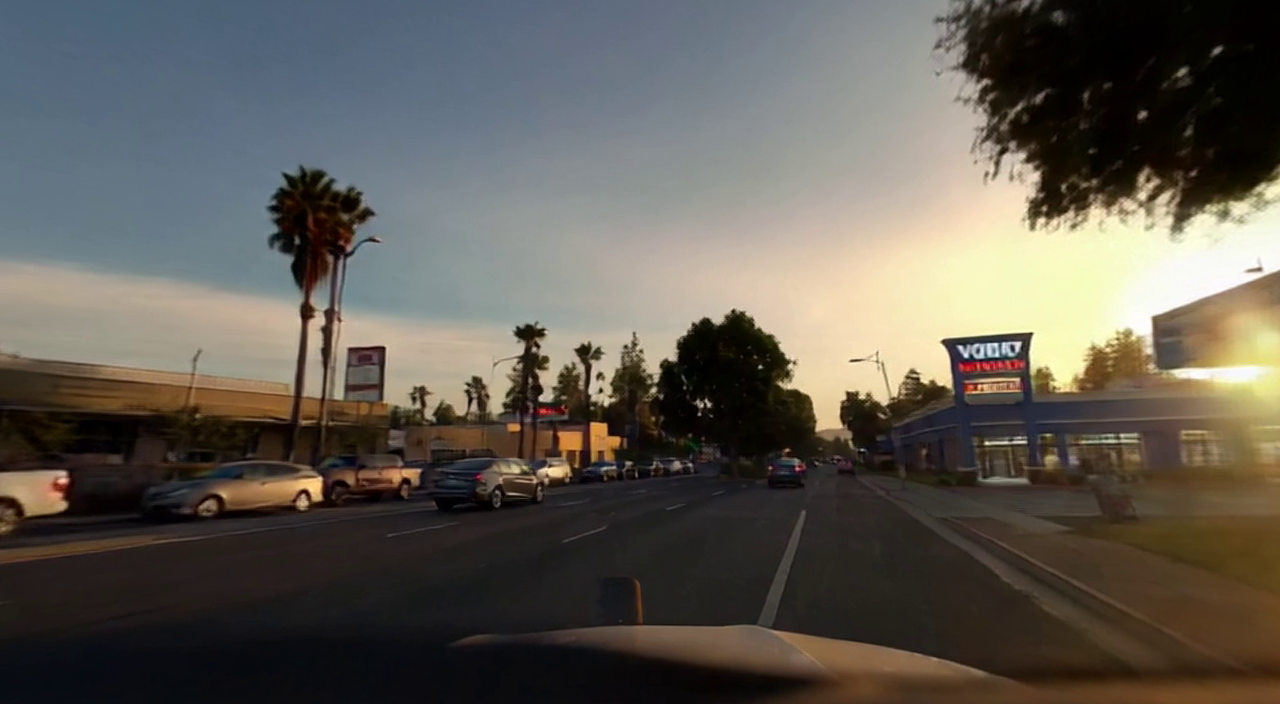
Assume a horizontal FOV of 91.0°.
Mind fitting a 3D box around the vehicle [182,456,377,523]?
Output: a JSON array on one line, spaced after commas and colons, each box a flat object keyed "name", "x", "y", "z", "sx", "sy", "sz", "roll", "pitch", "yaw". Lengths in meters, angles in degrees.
[{"name": "vehicle", "x": -9.442, "y": 3.588, "z": 16.988, "sx": 1.837, "sy": 1.468, "sz": 4.389, "roll": -2, "pitch": -9, "yaw": 18}]

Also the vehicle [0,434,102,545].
[{"name": "vehicle", "x": -11.878, "y": 2.161, "z": 9.778, "sx": 1.989, "sy": 1.792, "sz": 4.884, "roll": -5, "pitch": -13, "yaw": 16}]

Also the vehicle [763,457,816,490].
[{"name": "vehicle", "x": 7.879, "y": 6.263, "z": 32.750, "sx": 2.139, "sy": 1.461, "sz": 4.918, "roll": -3, "pitch": -9, "yaw": 19}]

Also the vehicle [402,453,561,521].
[{"name": "vehicle", "x": -4.041, "y": 3.504, "z": 17.002, "sx": 2.090, "sy": 1.520, "sz": 4.452, "roll": -2, "pitch": -9, "yaw": 17}]
